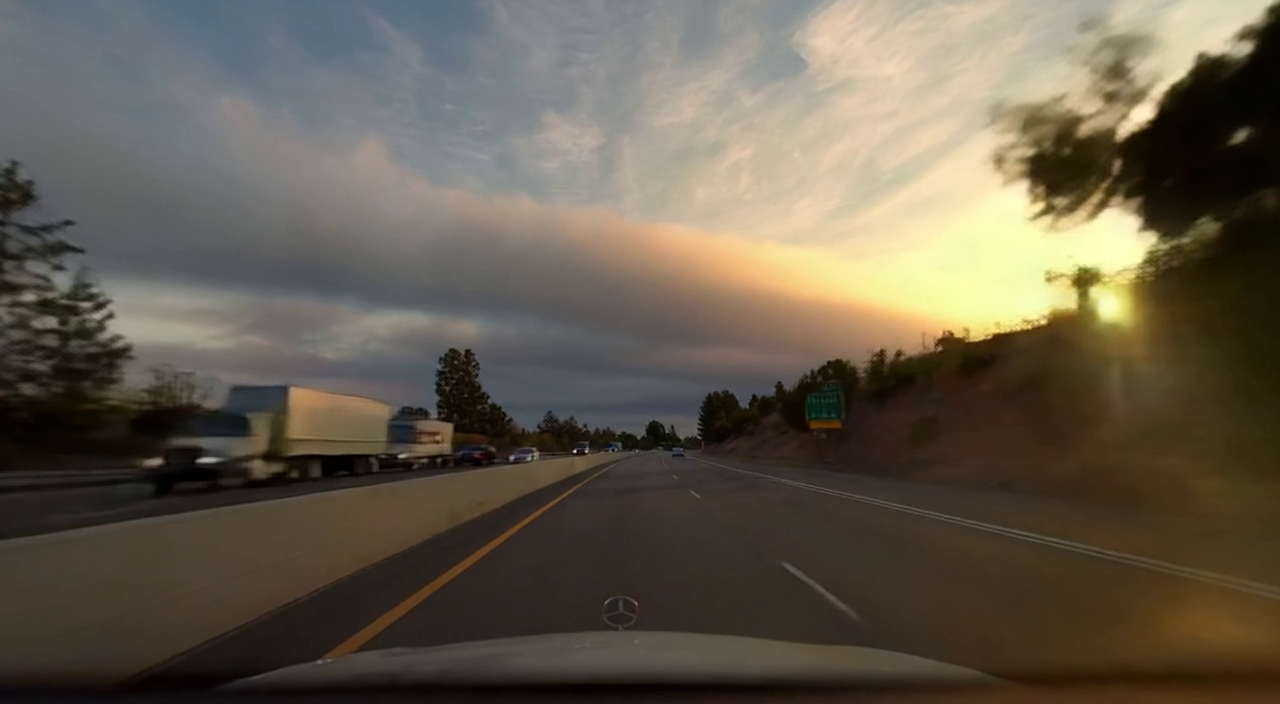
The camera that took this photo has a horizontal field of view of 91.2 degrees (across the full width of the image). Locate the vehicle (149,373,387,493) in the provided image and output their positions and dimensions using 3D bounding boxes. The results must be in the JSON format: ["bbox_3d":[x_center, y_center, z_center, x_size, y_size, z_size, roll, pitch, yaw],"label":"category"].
[{"bbox_3d":[-13.764,3.324,24.886,3.071,3.733,10.252,0,-9,0],"label":"vehicle"}]

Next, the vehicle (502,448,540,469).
[{"bbox_3d":[-9.254,8.277,48.986,2.026,1.496,4.495,0,-9,1],"label":"vehicle"}]
